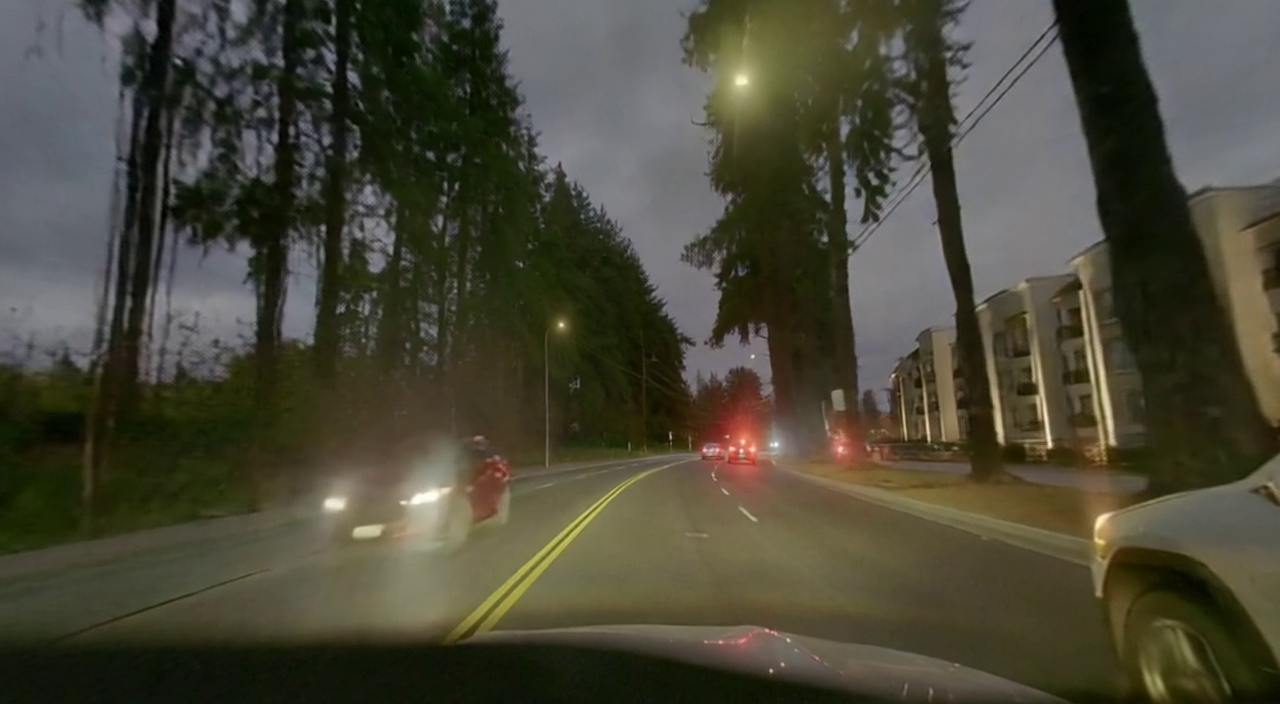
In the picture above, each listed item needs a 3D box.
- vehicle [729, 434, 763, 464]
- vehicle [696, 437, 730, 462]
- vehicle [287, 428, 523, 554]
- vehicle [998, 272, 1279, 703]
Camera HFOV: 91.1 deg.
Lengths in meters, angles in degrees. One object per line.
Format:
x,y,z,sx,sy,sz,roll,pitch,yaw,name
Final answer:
6.936,6.355,41.142,2.069,1.791,4.422,-2,-9,9,vehicle
5.763,7.635,49.352,2.158,1.852,4.485,-2,-9,12,vehicle
-3.332,2.048,9.940,1.958,1.538,4.081,-1,-9,3,vehicle
3.227,0.531,1.120,2.219,1.881,5.104,-1,-9,1,vehicle
